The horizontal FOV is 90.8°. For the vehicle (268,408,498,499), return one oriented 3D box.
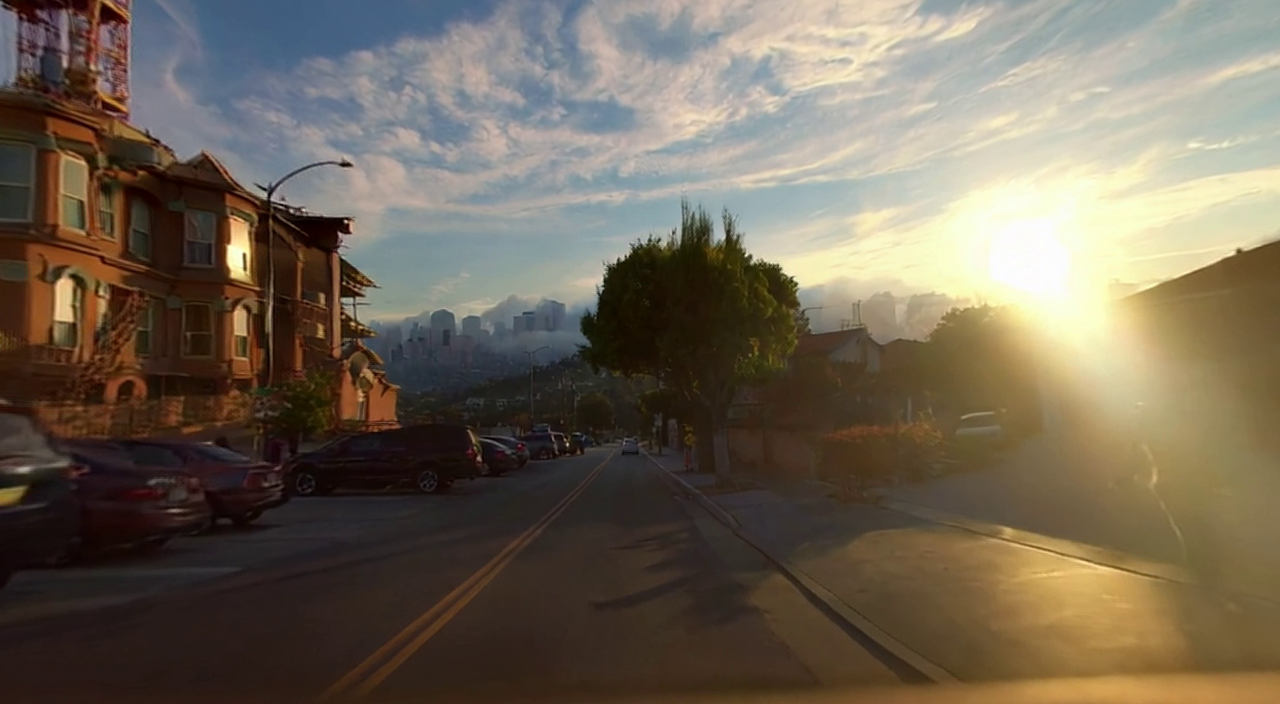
[{"bbox_3d":[-7.263,2.944,18.501,5.592,2.439,2.515,0,-9,-1],"label":"vehicle"}]

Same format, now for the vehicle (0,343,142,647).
[{"bbox_3d":[-7.424,1.009,4.386,5.824,2.125,2.233,0,-9,-3],"label":"vehicle"}]
